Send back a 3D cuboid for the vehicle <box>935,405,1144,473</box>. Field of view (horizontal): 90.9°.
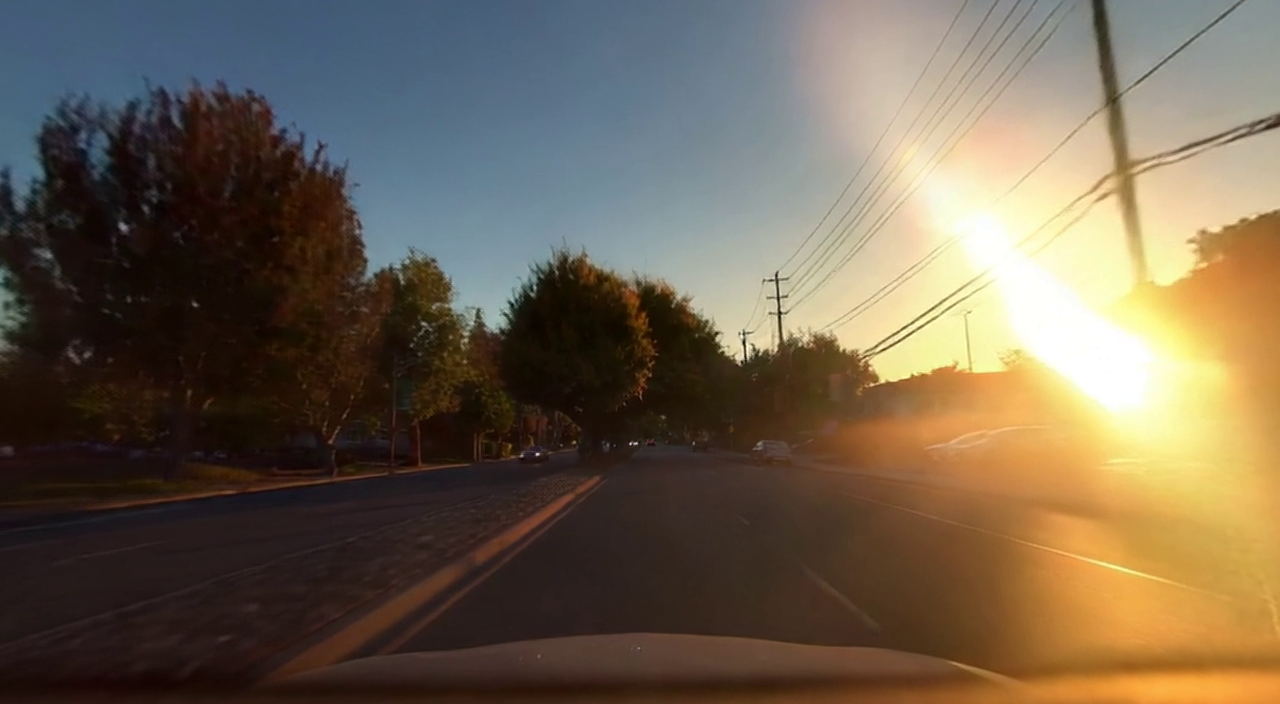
[{"bbox_3d":[14.515,3.218,23.318,5.886,2.000,2.372,-4,-9,5],"label":"vehicle"}]

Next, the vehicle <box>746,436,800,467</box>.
[{"bbox_3d":[8.115,6.101,38.928,2.200,1.783,4.682,0,-8,-1],"label":"vehicle"}]

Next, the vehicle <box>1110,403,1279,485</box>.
[{"bbox_3d":[15.026,2.255,15.577,4.975,1.849,2.334,0,-8,-3],"label":"vehicle"}]
